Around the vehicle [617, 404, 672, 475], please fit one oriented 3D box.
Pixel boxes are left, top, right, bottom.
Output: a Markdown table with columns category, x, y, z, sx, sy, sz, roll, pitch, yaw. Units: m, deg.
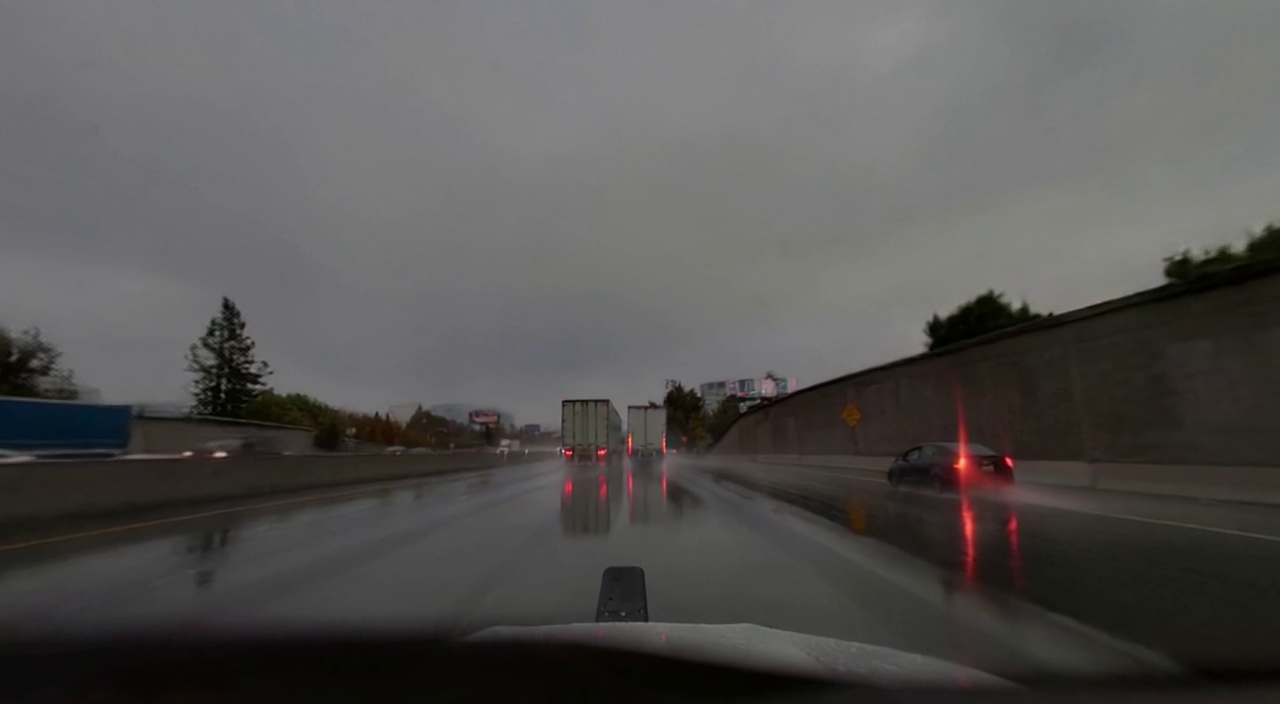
| category | x | y | z | sx | sy | sz | roll | pitch | yaw |
| --- | --- | --- | --- | --- | --- | --- | --- | --- | --- |
| vehicle | 0.219 | 5.494 | 40.920 | 3.054 | 3.944 | 11.230 | 0 | -6 | 0 |

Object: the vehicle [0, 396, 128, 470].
| category | x | y | z | sx | sy | sz | roll | pitch | yaw |
| --- | --- | --- | --- | --- | --- | --- | --- | --- | --- |
| vehicle | -36.275 | 4.395 | 34.280 | 2.834 | 4.008 | 16.723 | 1 | -8 | 1 |

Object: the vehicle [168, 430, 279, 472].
| category | x | y | z | sx | sy | sz | roll | pitch | yaw |
| --- | --- | --- | --- | --- | --- | --- | --- | --- | --- |
| vehicle | -18.833 | 4.489 | 28.759 | 2.184 | 1.764 | 3.974 | 1 | -8 | 2 |

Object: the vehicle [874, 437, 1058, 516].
| category | x | y | z | sx | sy | sz | roll | pitch | yaw |
| --- | --- | --- | --- | --- | --- | --- | --- | --- | --- |
| vehicle | 7.432 | 2.839 | 15.007 | 1.969 | 1.560 | 4.394 | 1 | -8 | -1 |

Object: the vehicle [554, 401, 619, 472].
| category | x | y | z | sx | sy | sz | roll | pitch | yaw |
| --- | --- | --- | --- | --- | --- | --- | --- | --- | --- |
| vehicle | -3.250 | 5.608 | 41.604 | 2.962 | 3.947 | 11.574 | 1 | -8 | 1 |
